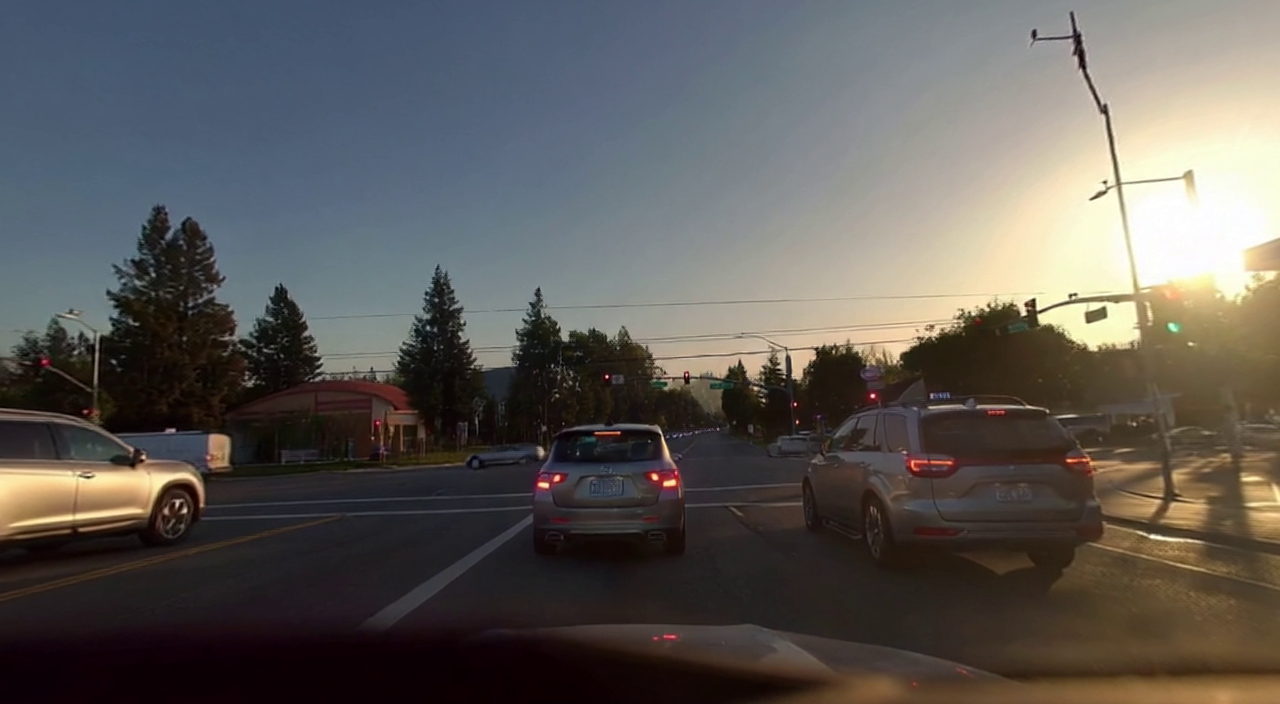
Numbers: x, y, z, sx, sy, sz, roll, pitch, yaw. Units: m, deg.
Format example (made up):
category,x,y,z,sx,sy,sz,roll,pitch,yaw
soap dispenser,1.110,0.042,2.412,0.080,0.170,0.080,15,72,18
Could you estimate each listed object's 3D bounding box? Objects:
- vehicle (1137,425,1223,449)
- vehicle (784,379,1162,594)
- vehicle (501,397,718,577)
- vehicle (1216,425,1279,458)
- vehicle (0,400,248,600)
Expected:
category,x,y,z,sx,sy,sz,roll,pitch,yaw
vehicle,36.459,5.746,42.577,4.276,1.579,1.762,1,-8,-4
vehicle,3.275,1.438,7.486,2.083,1.779,4.347,0,-8,0
vehicle,-0.238,1.587,8.092,2.067,1.702,3.987,0,-8,1
vehicle,28.996,4.062,28.716,4.007,1.420,1.719,1,-8,-7
vehicle,-6.714,1.457,6.538,2.011,1.774,4.866,0,-8,2
